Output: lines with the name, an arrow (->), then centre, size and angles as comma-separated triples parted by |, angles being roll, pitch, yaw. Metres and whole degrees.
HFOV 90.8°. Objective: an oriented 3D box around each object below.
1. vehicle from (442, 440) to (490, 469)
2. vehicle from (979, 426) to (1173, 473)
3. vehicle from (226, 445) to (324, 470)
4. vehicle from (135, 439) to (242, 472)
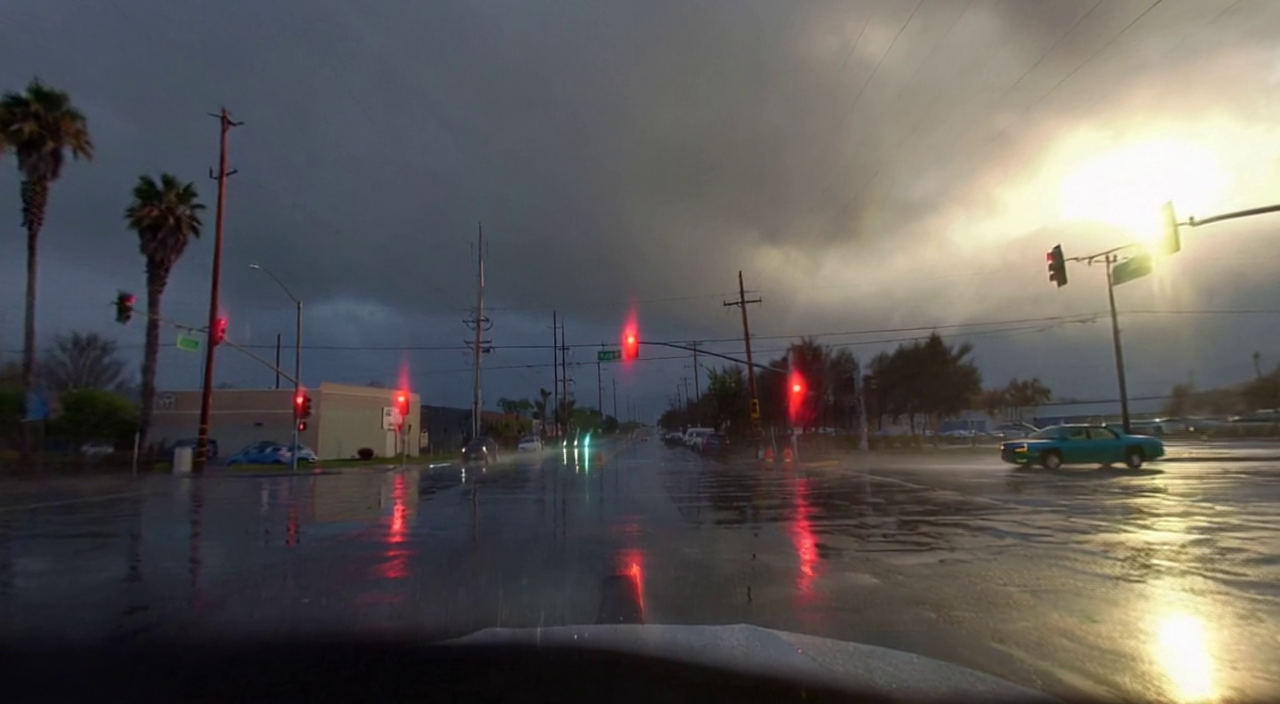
vehicle -> -11.972, 7.025, 43.700 | 2.016, 1.717, 4.287 | 0, -6, 1
vehicle -> 14.375, 3.254, 21.100 | 4.918, 1.479, 1.897 | -1, -9, 7
vehicle -> -22.316, 6.454, 38.757 | 4.849, 1.444, 1.881 | 0, -8, 2
vehicle -> -25.914, 5.953, 36.358 | 4.613, 1.820, 2.021 | -1, -8, 4
